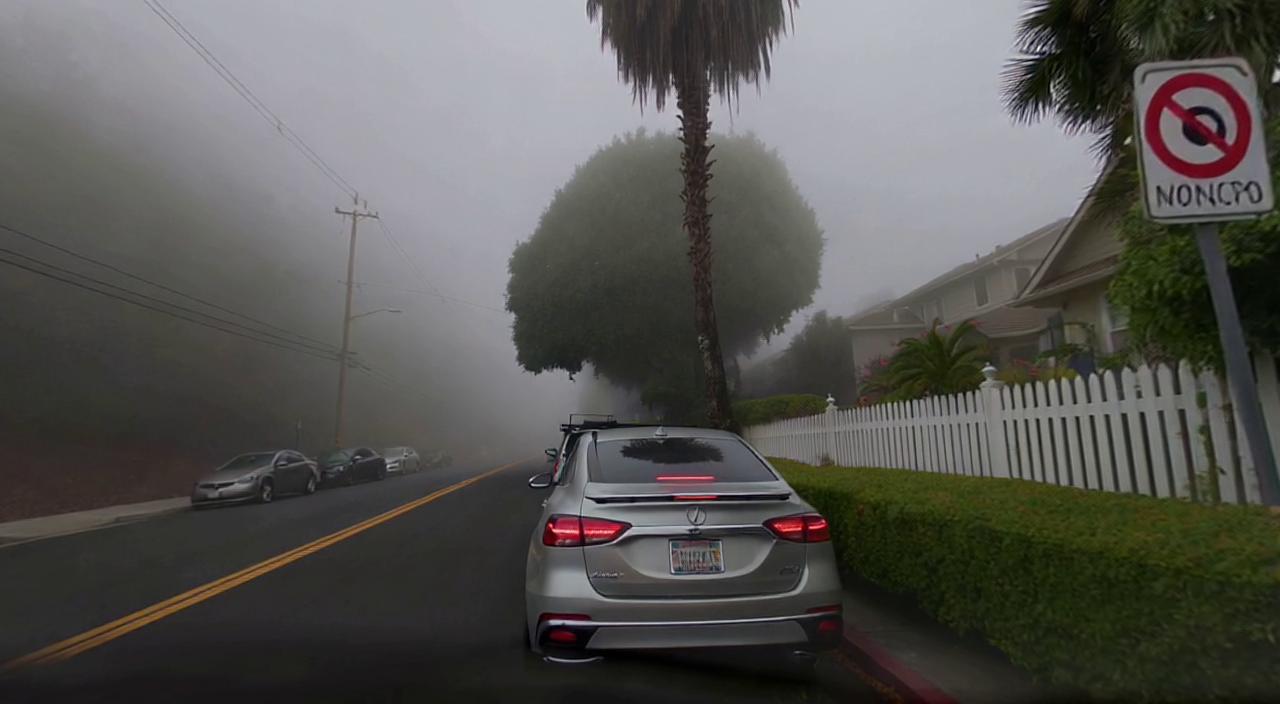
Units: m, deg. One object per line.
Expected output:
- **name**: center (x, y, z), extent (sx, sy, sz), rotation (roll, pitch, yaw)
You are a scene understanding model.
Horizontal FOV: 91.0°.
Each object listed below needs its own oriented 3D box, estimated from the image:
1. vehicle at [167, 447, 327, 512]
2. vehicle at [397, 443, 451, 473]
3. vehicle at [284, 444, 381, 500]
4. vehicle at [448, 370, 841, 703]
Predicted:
- **vehicle**: center (-11.402, 3.665, 18.791), extent (2.017, 1.627, 5.039), rotation (1, -8, -7)
- **vehicle**: center (-13.181, 6.464, 38.702), extent (2.060, 1.689, 4.999), rotation (1, -8, -7)
- **vehicle**: center (-12.163, 4.712, 25.262), extent (2.048, 1.485, 4.757), rotation (-4, -4, -7)
- **vehicle**: center (-0.135, 1.218, 4.996), extent (1.894, 1.695, 3.795), rotation (1, -8, -5)
